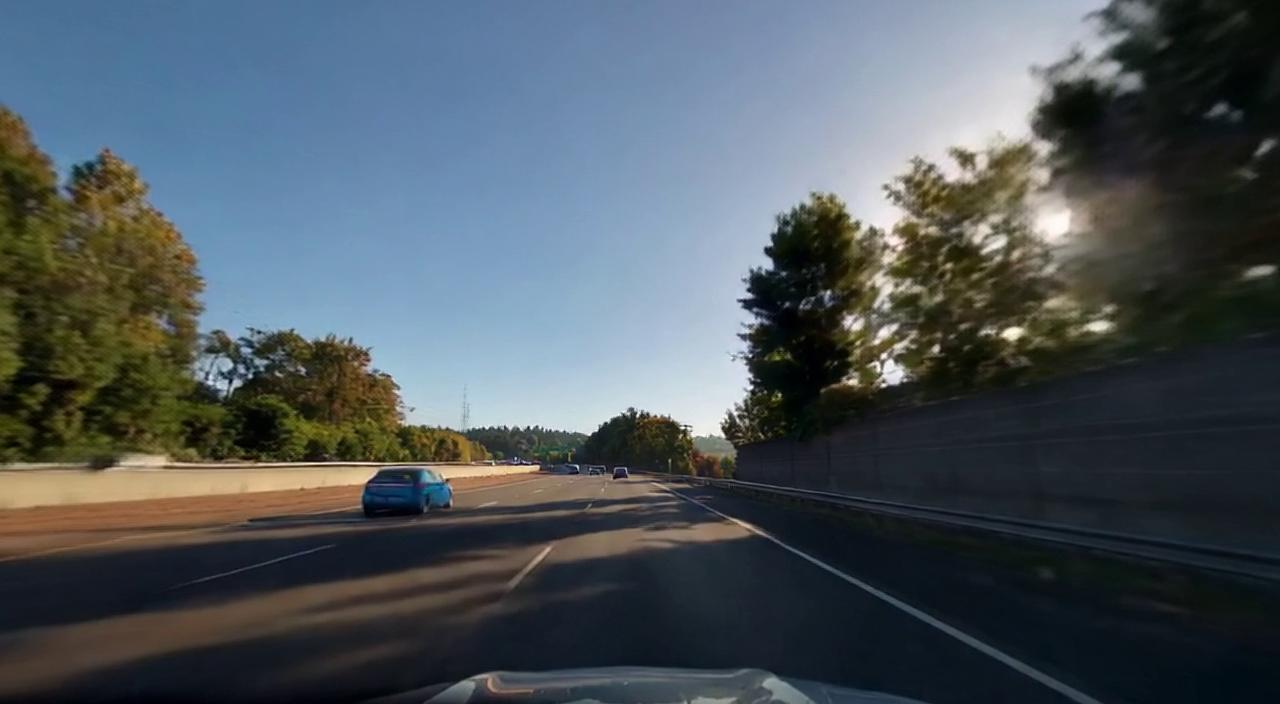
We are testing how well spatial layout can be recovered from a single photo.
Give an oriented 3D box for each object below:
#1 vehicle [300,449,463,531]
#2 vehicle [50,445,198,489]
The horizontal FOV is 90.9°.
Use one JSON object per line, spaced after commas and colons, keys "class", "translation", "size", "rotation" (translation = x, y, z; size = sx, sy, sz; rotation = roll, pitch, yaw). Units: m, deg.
{"class": "vehicle", "translation": [-6.224, 3.396, 15.897], "size": [2.194, 1.704, 4.421], "rotation": [1, -10, 0]}
{"class": "vehicle", "translation": [-19.891, 4.503, 24.630], "size": [2.002, 1.530, 4.517], "rotation": [1, -10, -2]}
